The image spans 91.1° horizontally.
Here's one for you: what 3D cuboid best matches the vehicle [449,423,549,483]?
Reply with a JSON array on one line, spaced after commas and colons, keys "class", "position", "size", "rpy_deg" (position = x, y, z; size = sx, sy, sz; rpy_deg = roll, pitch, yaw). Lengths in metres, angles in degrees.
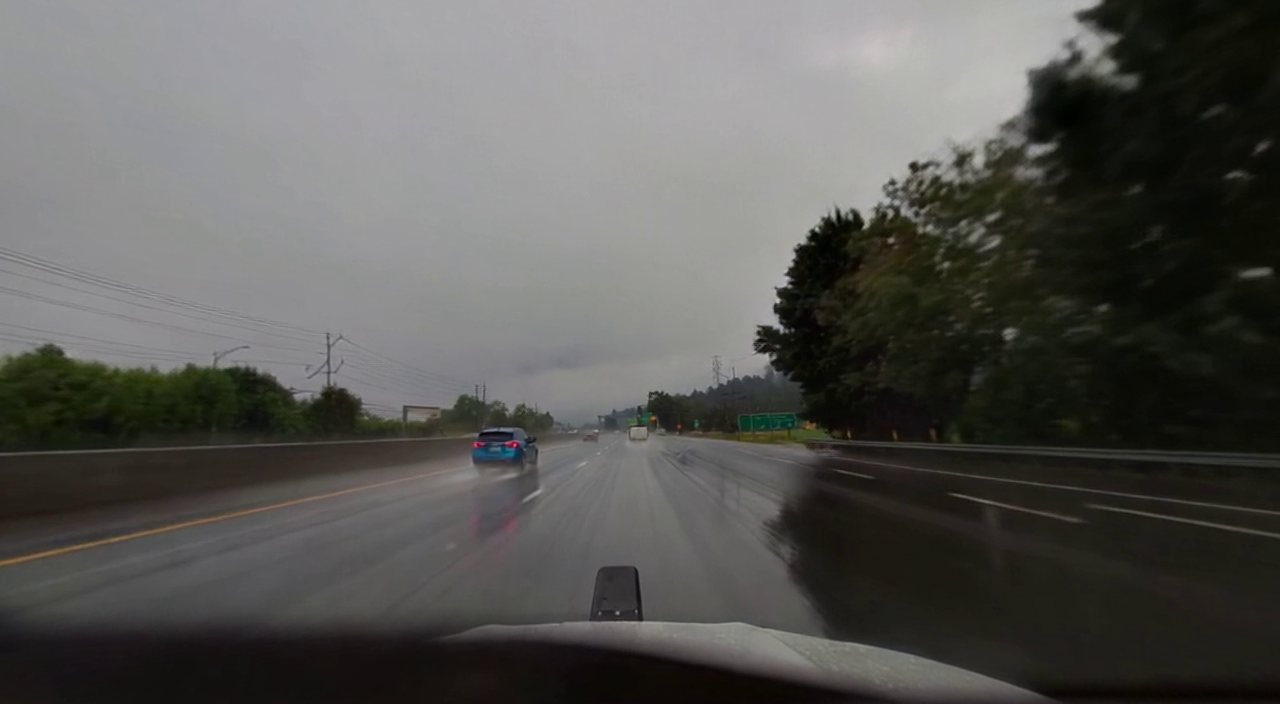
[{"class": "vehicle", "position": [-4.036, 2.955, 18.786], "size": [2.023, 1.580, 4.259], "rpy_deg": [0, -8, 0]}]
